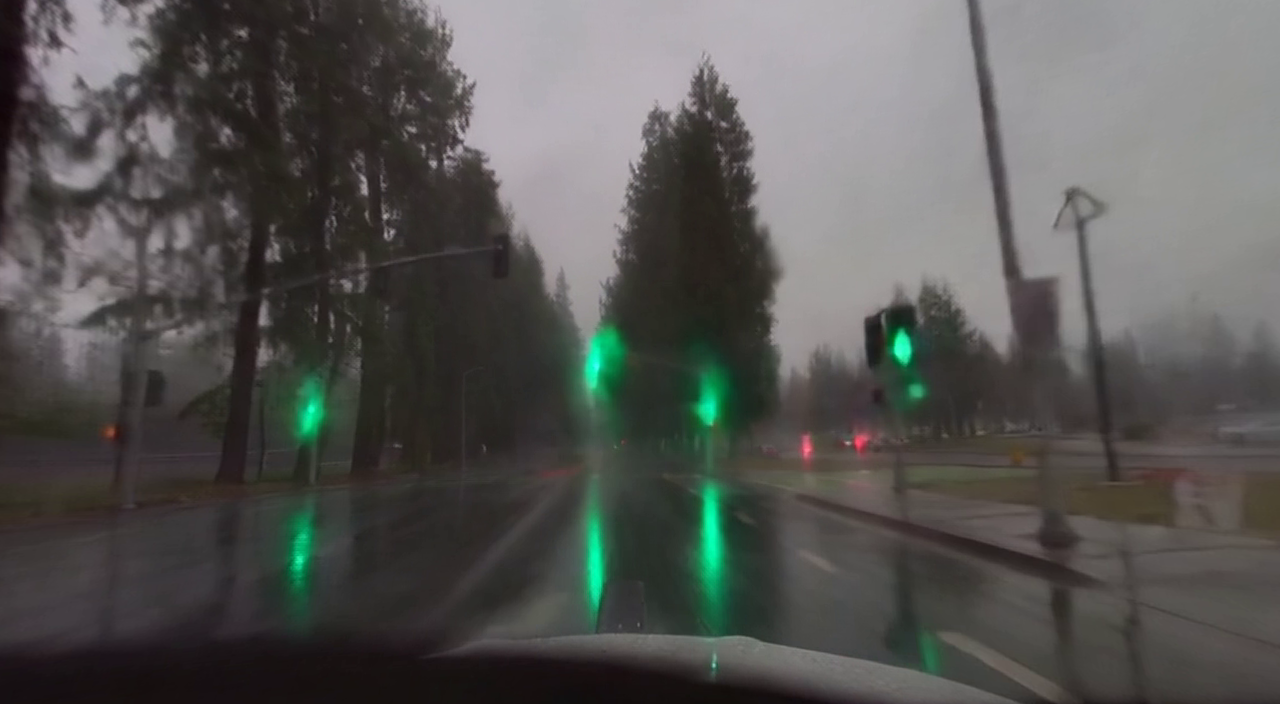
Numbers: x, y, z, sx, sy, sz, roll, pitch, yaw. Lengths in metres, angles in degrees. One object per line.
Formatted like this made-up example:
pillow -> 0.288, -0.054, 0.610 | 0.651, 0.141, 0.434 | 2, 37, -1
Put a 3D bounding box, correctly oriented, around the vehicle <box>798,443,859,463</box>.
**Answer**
vehicle -> 13.795, 7.420, 46.299 | 3.914, 1.415, 1.626 | 0, -8, 0
